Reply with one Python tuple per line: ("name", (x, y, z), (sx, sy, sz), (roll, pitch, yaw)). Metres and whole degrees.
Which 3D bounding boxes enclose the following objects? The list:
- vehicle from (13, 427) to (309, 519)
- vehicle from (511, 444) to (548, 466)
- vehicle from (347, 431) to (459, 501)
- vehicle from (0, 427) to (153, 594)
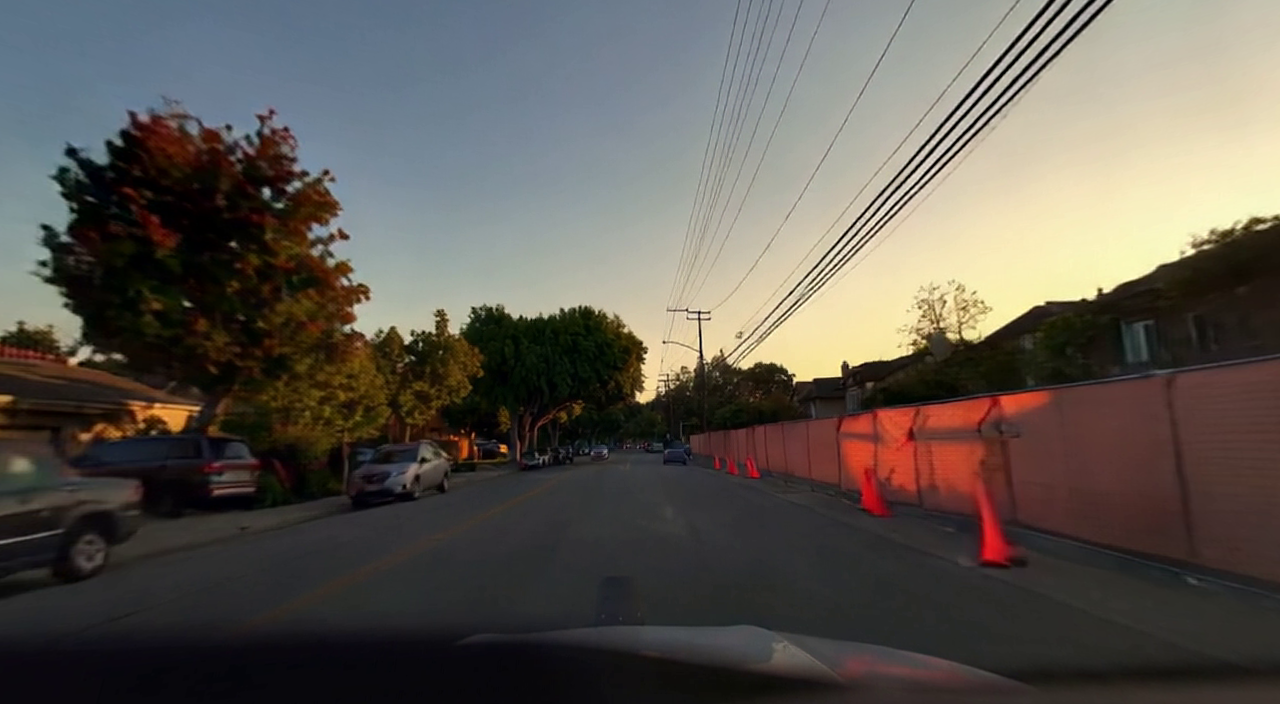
("vehicle", (-10.480, 2.663, 14.169), (4.872, 1.844, 2.095), (0, -8, 0))
("vehicle", (-8.200, 7.707, 47.280), (2.041, 1.480, 4.474), (-2, -9, -2))
("vehicle", (-6.878, 3.362, 18.833), (1.932, 1.743, 4.079), (-2, -9, -3))
("vehicle", (-7.694, 1.611, 6.228), (2.019, 1.723, 4.650), (0, -8, 1))
